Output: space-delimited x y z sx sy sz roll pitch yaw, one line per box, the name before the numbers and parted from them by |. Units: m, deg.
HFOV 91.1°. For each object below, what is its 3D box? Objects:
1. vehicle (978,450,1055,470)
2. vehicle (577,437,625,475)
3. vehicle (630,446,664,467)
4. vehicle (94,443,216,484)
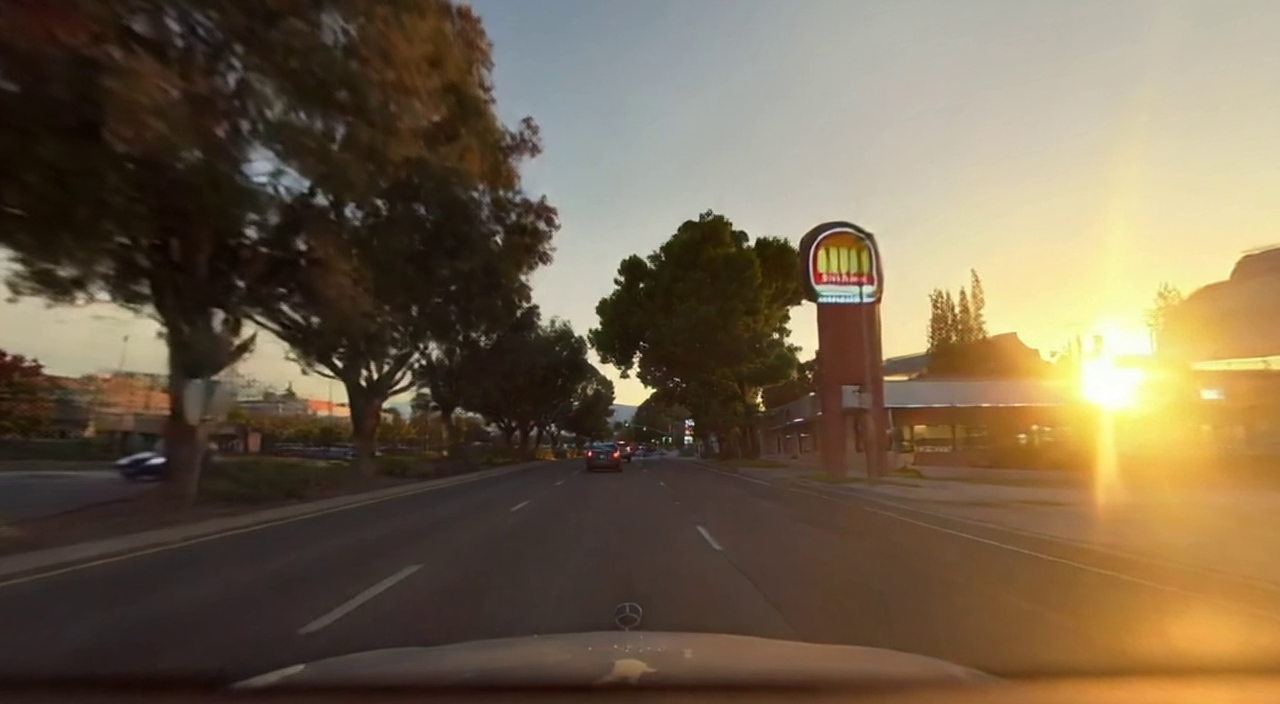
vehicle | 27.379 7.862 45.700 4.375 1.400 2.017 1 -9 -5
vehicle | -2.057 5.676 34.524 2.222 1.899 5.006 0 -9 1
vehicle | 0.456 7.806 47.193 2.113 1.446 4.309 1 -9 -6
vehicle | -22.003 5.047 28.766 2.039 1.730 4.559 1 -9 -2
